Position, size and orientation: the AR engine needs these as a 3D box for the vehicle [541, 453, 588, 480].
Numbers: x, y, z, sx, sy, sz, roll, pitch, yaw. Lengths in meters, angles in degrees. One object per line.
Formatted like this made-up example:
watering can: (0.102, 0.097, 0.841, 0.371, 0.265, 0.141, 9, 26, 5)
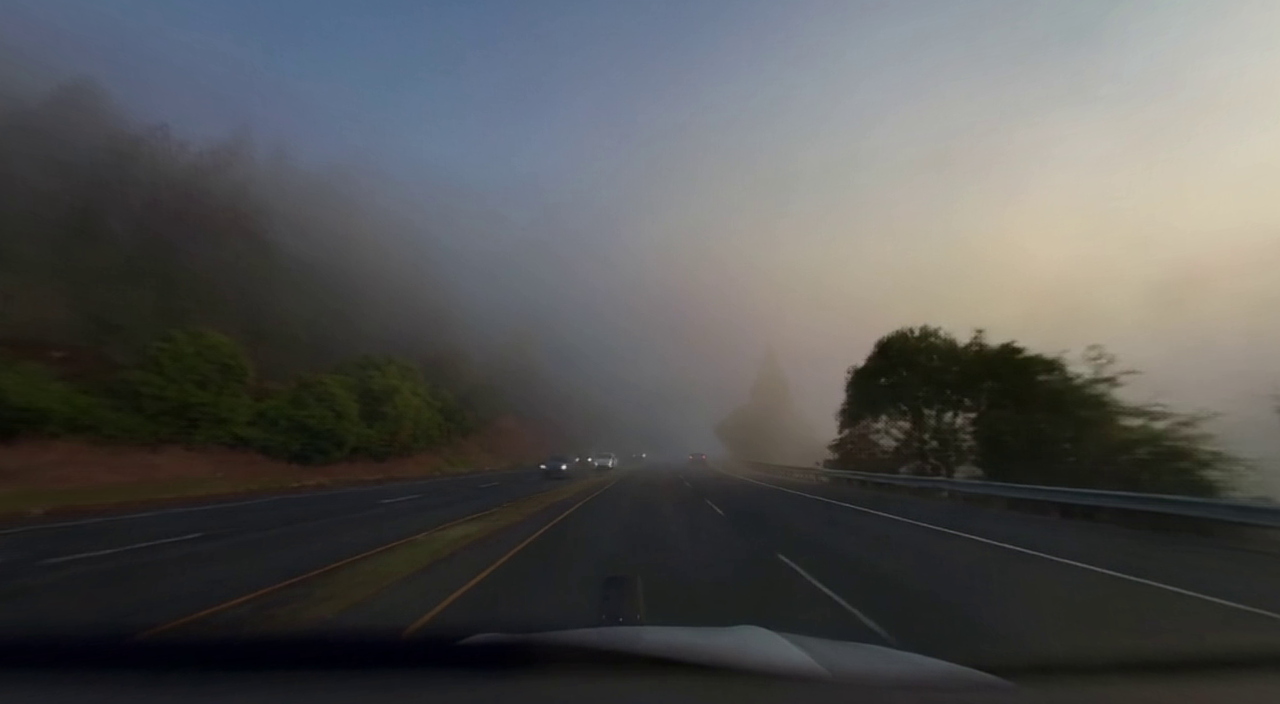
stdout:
vehicle: (-4.604, 7.065, 39.273, 2.058, 1.501, 4.749, -1, -9, 3)
